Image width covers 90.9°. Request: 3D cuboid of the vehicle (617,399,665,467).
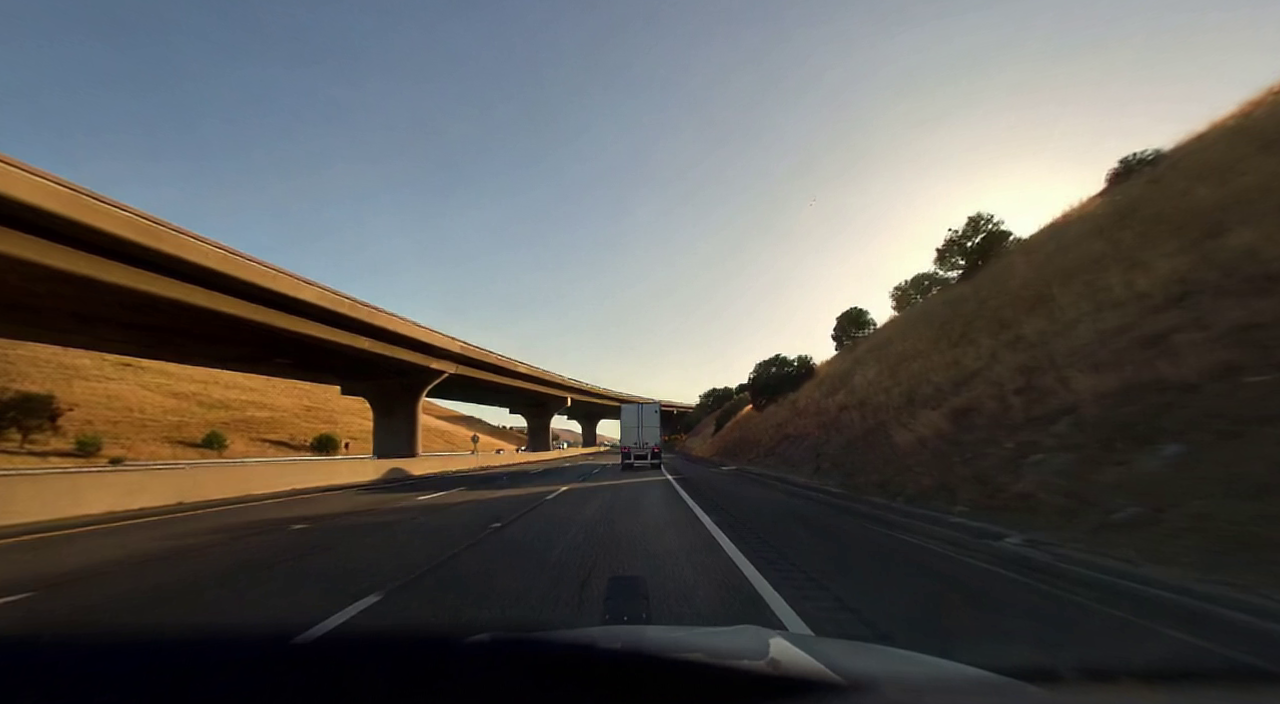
[{"bbox_3d":[0.005,5.631,43.215,2.866,4.014,11.261,0,-8,-1],"label":"vehicle"}]
